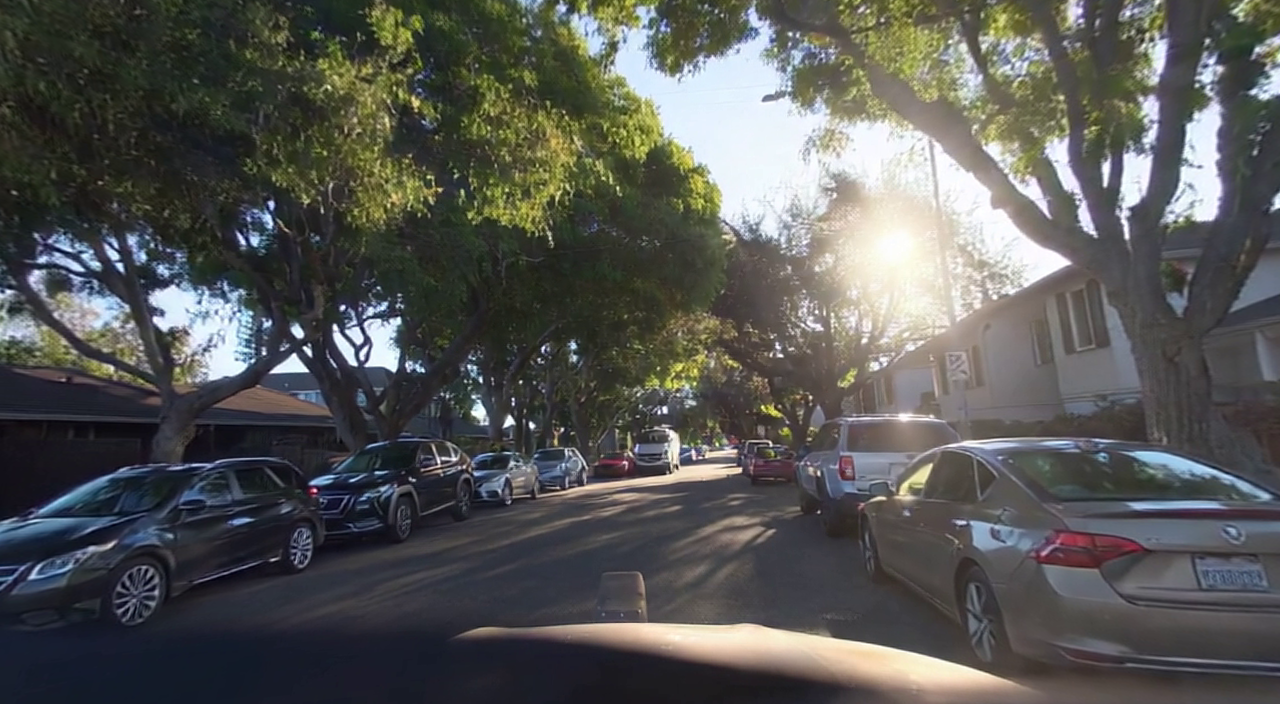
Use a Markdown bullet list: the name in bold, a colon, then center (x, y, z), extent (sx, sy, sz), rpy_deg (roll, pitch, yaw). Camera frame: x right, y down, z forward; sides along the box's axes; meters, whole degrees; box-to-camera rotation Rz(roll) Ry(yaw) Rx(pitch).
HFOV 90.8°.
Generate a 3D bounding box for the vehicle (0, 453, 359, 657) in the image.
- **vehicle**: center (-5.291, 1.948, 7.238), extent (1.855, 1.510, 4.406), rpy_deg (-1, -8, 4)

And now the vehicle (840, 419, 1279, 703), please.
- **vehicle**: center (3.098, 1.328, 4.758), extent (1.992, 1.456, 4.610), rpy_deg (-1, -8, 4)

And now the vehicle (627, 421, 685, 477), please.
- **vehicle**: center (1.078, 5.553, 36.280), extent (2.716, 2.887, 6.781), rpy_deg (-1, -9, 6)

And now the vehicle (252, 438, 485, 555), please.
- **vehicle**: center (-4.904, 2.644, 12.496), extent (2.203, 1.815, 4.972), rpy_deg (-1, -8, 3)

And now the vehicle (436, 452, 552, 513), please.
- **vehicle**: center (-4.114, 3.743, 18.677), extent (1.861, 1.474, 4.749), rpy_deg (-1, -8, 6)
